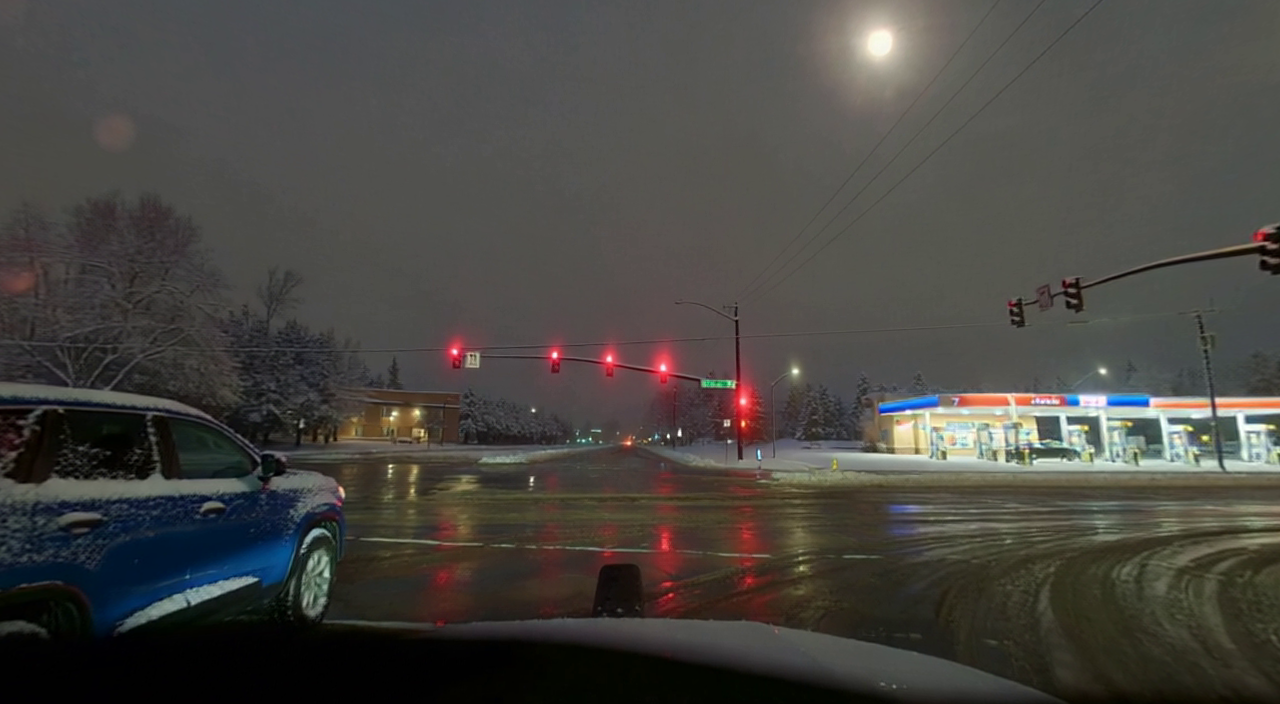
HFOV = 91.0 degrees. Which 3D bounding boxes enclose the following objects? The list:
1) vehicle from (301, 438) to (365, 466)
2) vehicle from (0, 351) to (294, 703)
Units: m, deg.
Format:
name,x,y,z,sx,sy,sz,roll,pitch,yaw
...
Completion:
name,x,y,z,sx,sy,sz,roll,pitch,yaw
vehicle,-20.438,6.680,42.146,2.004,1.699,4.486,0,-9,1
vehicle,-3.421,0.803,2.040,2.053,1.690,4.364,0,-9,1
